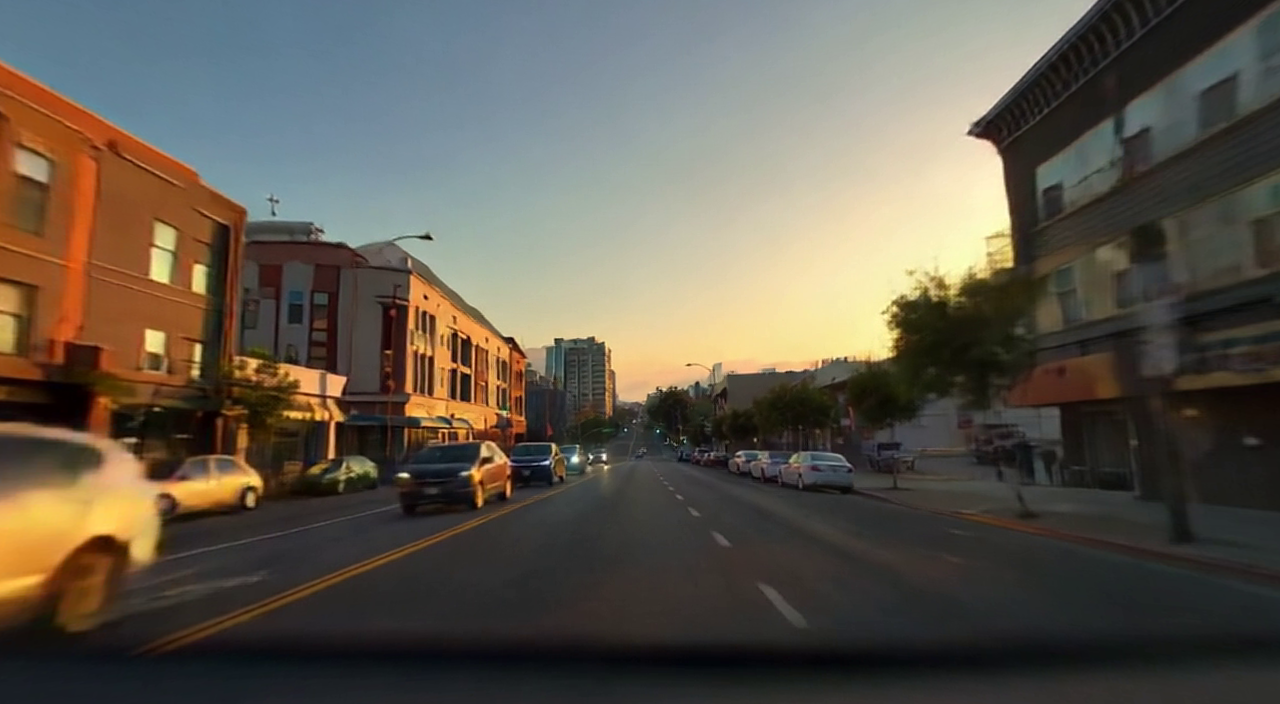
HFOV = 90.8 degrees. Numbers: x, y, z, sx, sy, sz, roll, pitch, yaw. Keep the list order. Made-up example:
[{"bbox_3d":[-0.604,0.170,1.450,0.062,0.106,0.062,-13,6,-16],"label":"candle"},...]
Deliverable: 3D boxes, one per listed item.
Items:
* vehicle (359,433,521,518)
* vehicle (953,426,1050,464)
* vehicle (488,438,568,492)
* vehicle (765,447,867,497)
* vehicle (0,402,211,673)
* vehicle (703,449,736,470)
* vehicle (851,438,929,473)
[{"bbox_3d":[-4.333,2.749,14.614,2.145,1.653,4.421,-1,-8,2],"label":"vehicle"},{"bbox_3d":[17.256,4.487,30.435,1.908,1.680,4.434,0,-8,-2],"label":"vehicle"},{"bbox_3d":[-3.784,3.897,22.206,1.914,1.682,4.263,-1,-8,2],"label":"vehicle"},{"bbox_3d":[5.980,4.092,22.066,2.054,1.525,4.258,0,-8,-4],"label":"vehicle"},{"bbox_3d":[-4.906,1.084,3.488,1.950,1.636,4.253,-1,-8,2],"label":"vehicle"},{"bbox_3d":[6.032,8.229,48.469,1.837,1.482,4.706,0,-8,-1],"label":"vehicle"},{"bbox_3d":[11.722,4.884,30.046,1.866,1.506,4.934,0,-8,2],"label":"vehicle"}]
